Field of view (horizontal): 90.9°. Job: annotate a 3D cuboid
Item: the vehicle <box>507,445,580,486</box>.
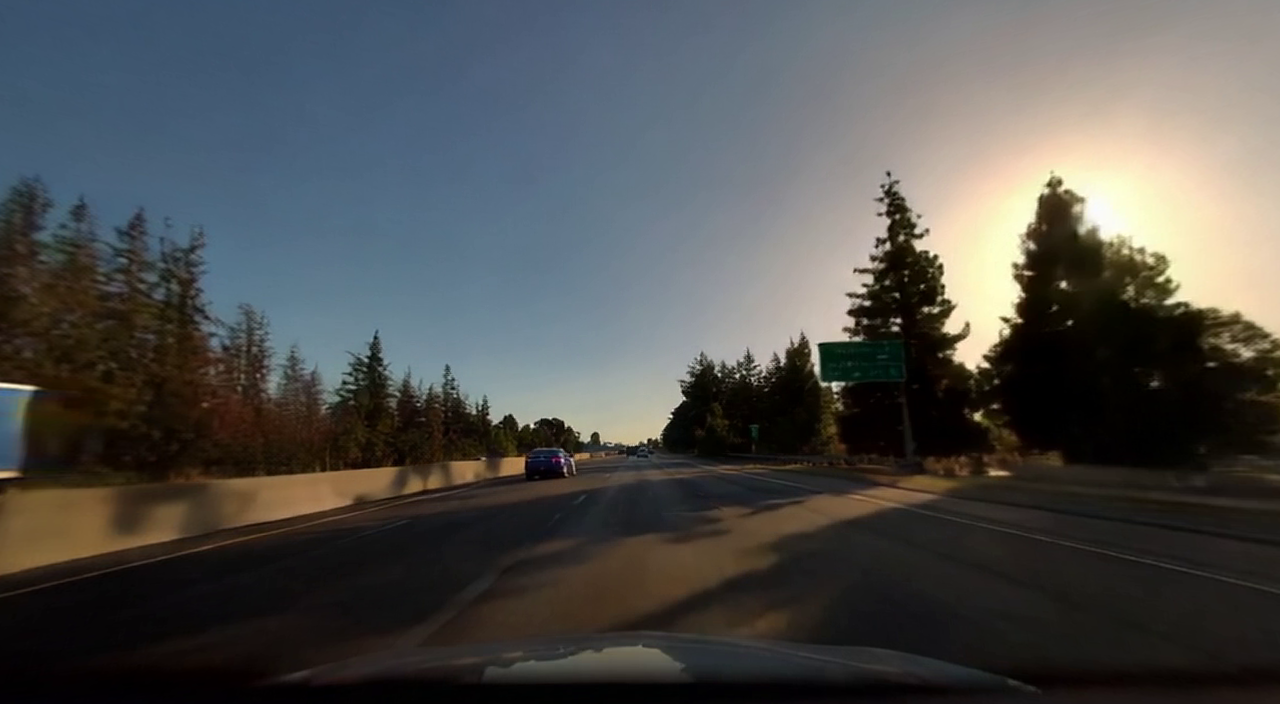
[{"bbox_3d":[-3.911,4.724,26.576,2.128,1.521,5.409,0,-9,1],"label":"vehicle"}]
